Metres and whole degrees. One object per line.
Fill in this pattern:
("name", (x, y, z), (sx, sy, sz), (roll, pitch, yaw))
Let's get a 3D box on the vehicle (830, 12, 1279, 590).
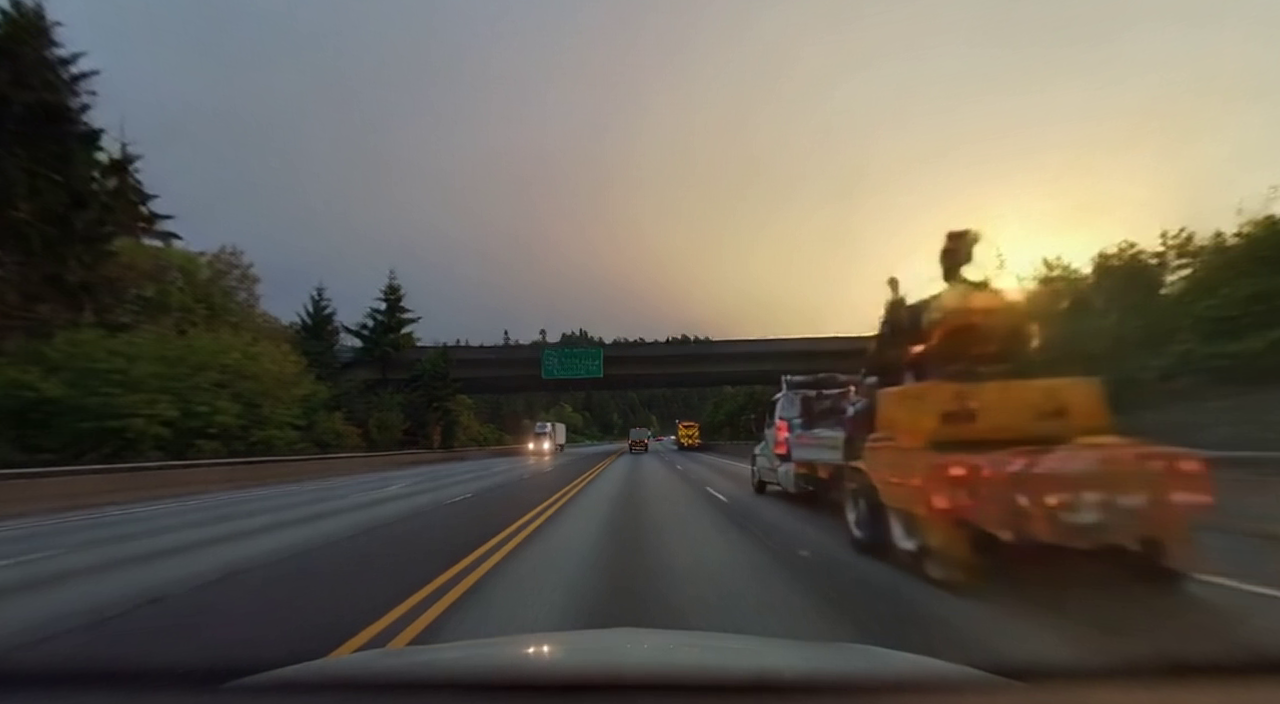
("vehicle", (4.490, -0.145, 7.025), (2.875, 4.206, 4.999), (-3, -9, 0))
